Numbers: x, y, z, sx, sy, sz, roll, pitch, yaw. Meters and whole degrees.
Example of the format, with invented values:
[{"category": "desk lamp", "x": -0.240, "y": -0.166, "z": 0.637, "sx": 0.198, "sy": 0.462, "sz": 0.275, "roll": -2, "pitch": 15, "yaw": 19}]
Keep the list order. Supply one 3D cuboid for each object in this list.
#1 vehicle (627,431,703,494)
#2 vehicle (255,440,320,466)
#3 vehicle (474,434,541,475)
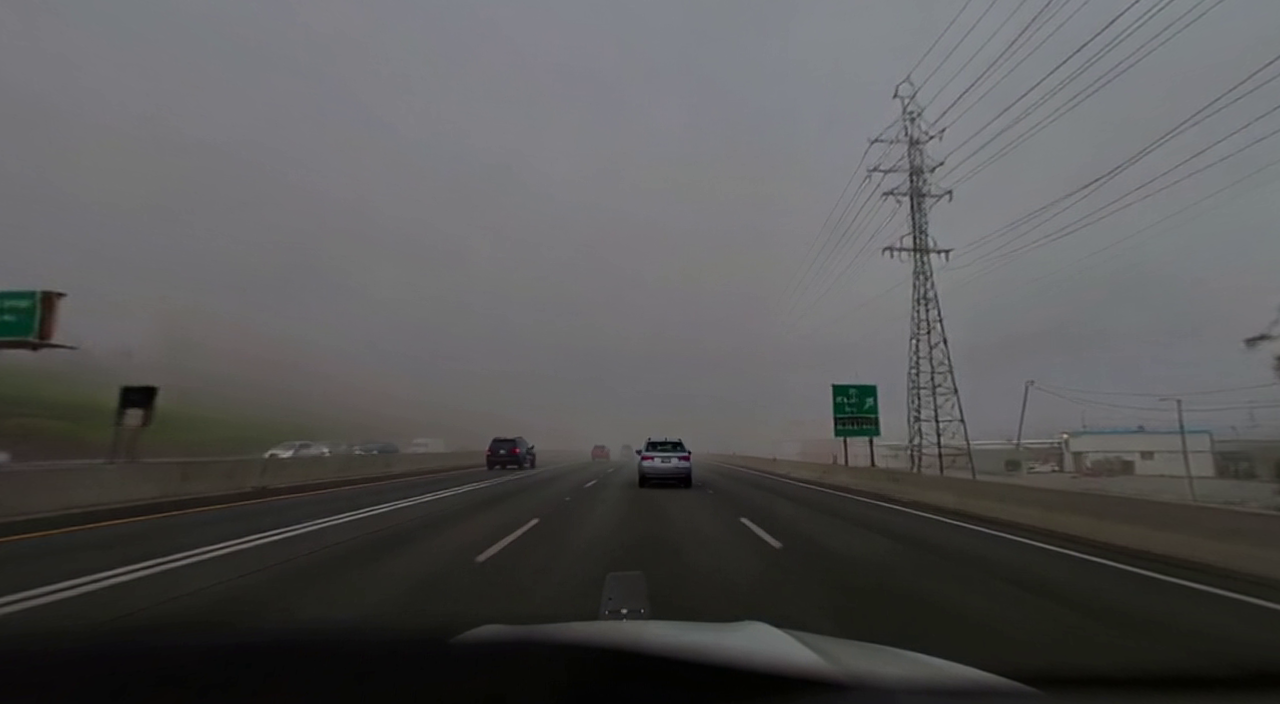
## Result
[{"category": "vehicle", "x": 0.704, "y": 3.386, "z": 19.774, "sx": 2.134, "sy": 1.733, "sz": 4.049, "roll": 0, "pitch": -8, "yaw": 0}, {"category": "vehicle", "x": -20.603, "y": 5.906, "z": 37.046, "sx": 1.670, "sy": 1.446, "sz": 3.640, "roll": 0, "pitch": -8, "yaw": 1}, {"category": "vehicle", "x": -6.409, "y": 4.998, "z": 31.050, "sx": 2.220, "sy": 1.841, "sz": 4.516, "roll": 0, "pitch": -8, "yaw": 1}]
